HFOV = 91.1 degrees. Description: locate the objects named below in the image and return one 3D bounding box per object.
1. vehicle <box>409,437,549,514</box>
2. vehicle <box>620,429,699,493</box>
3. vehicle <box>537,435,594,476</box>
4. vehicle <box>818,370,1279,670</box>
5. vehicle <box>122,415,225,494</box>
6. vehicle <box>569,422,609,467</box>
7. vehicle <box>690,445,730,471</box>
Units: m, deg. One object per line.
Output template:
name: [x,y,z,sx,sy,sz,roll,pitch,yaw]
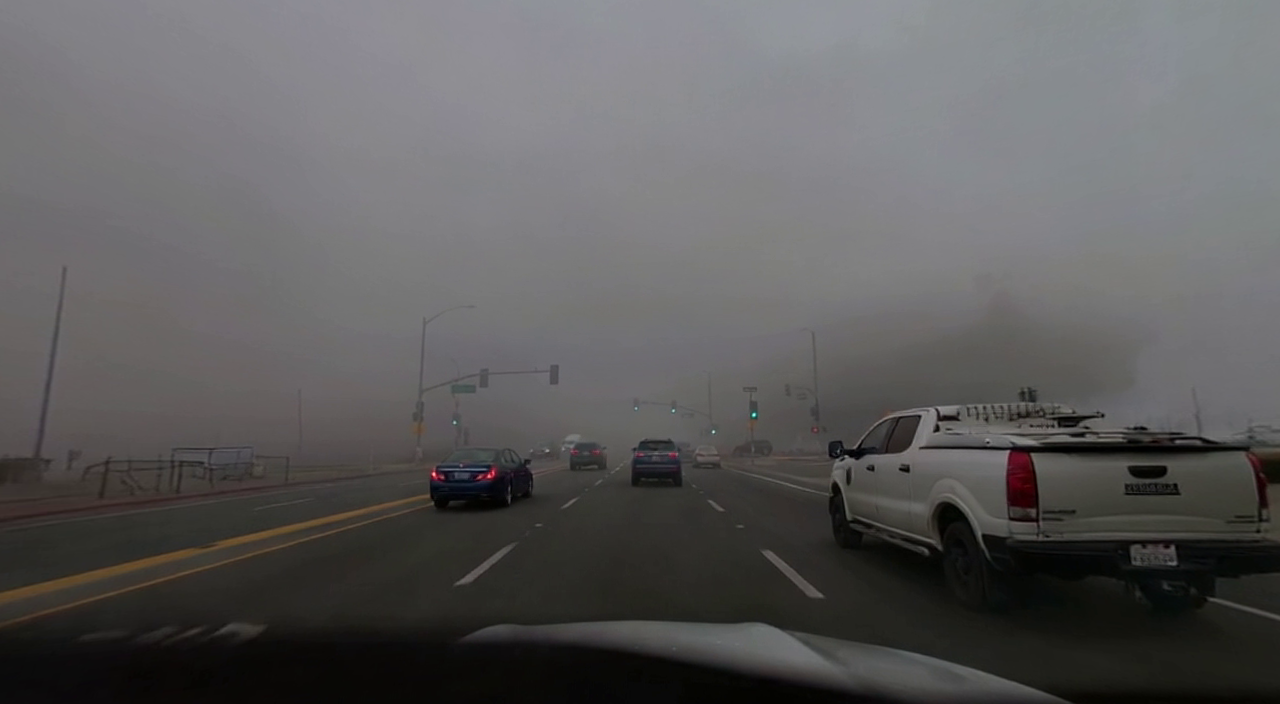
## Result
vehicle: [-3.556,2.814,14.920,1.983,1.502,4.720,0,-8,1]
vehicle: [0.585,3.559,20.968,2.295,1.835,5.471,0,-8,1]
vehicle: [-3.541,5.034,30.728,2.071,1.811,4.605,0,-8,2]
vehicle: [3.745,1.422,6.675,2.120,1.828,5.531,0,-8,1]
vehicle: [-18.611,4.051,25.036,3.441,2.870,2.109,-7,-10,35]
vehicle: [-3.429,6.362,43.366,2.393,2.865,5.466,0,-8,-1]
vehicle: [4.084,6.258,37.185,1.901,1.401,3.965,0,-8,0]
